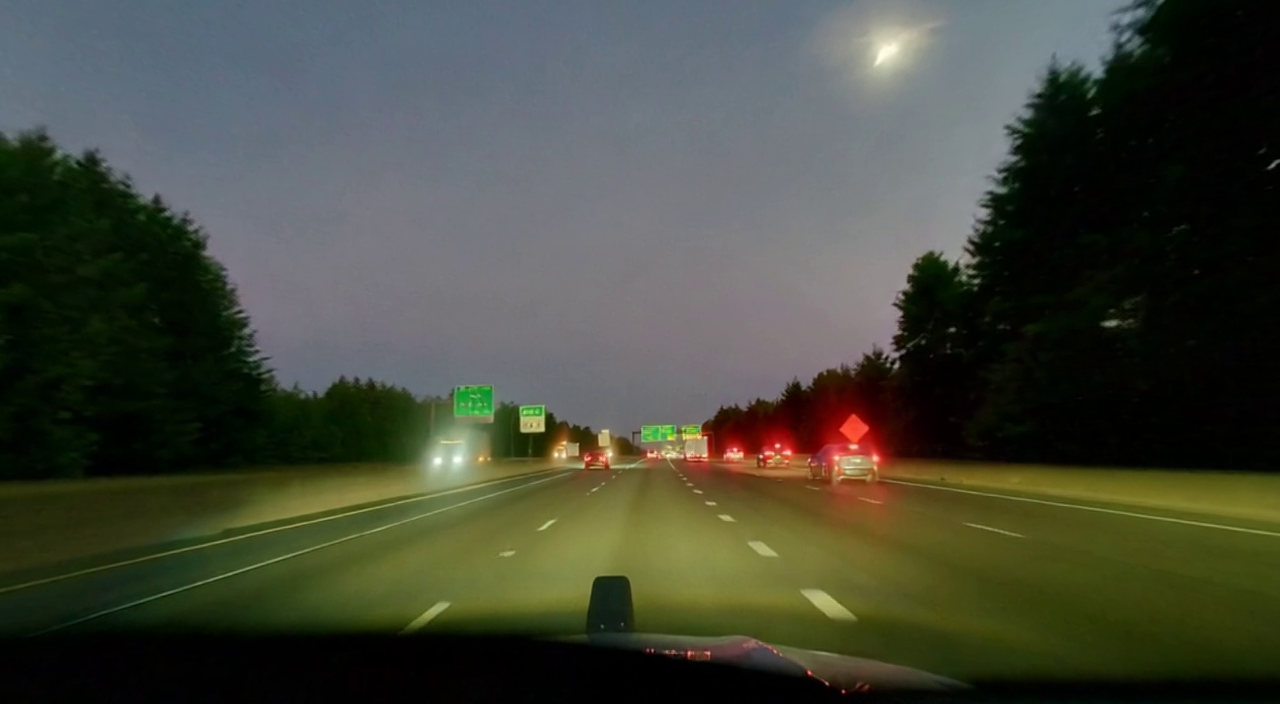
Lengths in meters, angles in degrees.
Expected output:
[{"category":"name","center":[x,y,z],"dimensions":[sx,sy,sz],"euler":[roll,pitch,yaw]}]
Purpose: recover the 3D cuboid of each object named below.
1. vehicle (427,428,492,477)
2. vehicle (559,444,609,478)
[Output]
[{"category":"vehicle","center":[-13.343,7.502,47.274],"dimensions":[2.450,3.334,7.290],"euler":[0,-9,2]},{"category":"vehicle","center":[-2.853,5.672,33.125],"dimensions":[2.086,1.650,4.122],"euler":[0,-9,2]}]
